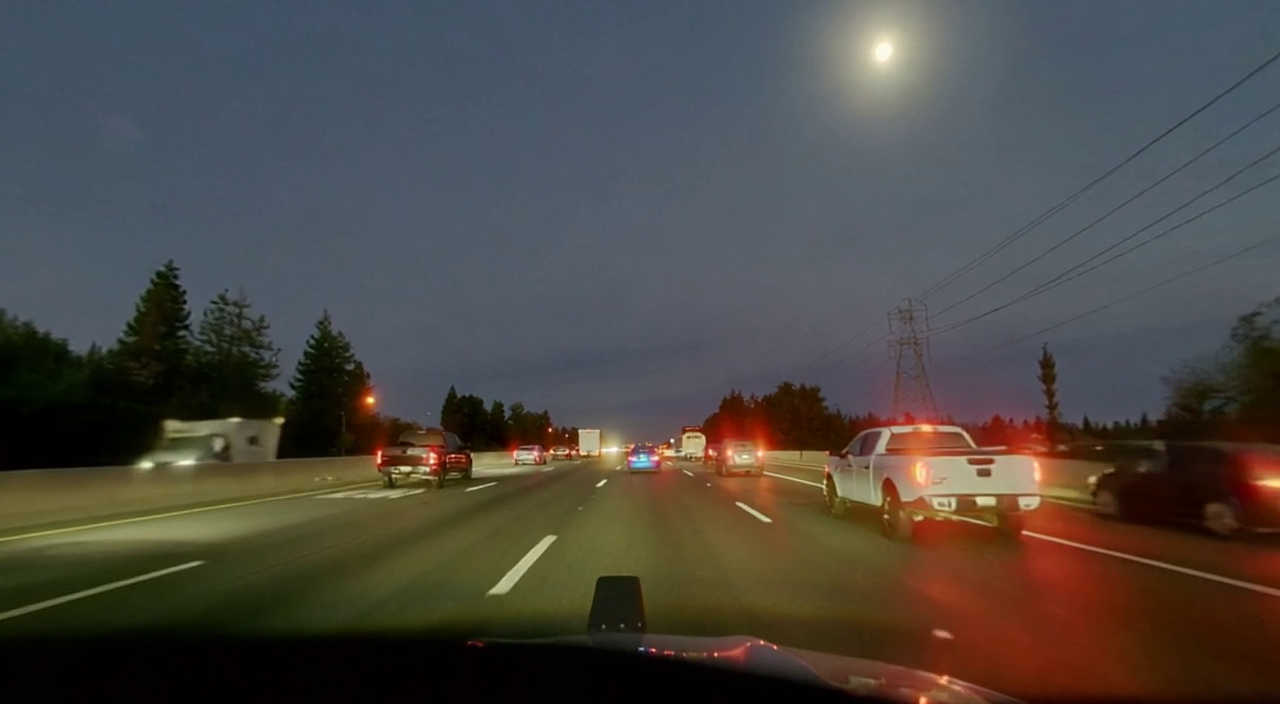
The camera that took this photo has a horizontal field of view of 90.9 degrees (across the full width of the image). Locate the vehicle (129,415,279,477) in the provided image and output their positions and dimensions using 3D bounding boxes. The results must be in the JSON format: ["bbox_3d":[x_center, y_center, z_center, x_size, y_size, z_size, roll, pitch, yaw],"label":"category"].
[{"bbox_3d":[-18.315,4.025,27.019,2.192,2.362,5.785,0,-9,1],"label":"vehicle"}]

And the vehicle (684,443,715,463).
[{"bbox_3d":[4.288,7.340,45.953,1.895,1.429,3.908,0,-9,0],"label":"vehicle"}]

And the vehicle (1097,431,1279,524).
[{"bbox_3d":[11.448,2.273,11.800,2.117,1.491,4.830,0,-9,0],"label":"vehicle"}]

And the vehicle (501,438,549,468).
[{"bbox_3d":[-6.825,6.026,37.894,1.978,1.680,4.263,0,-9,1],"label":"vehicle"}]

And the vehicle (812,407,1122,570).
[{"bbox_3d":[4.022,1.751,8.813,2.002,1.691,4.290,0,-9,0],"label":"vehicle"}]

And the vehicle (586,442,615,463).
[{"bbox_3d":[-2.991,7.653,48.205,1.904,1.479,4.274,0,-9,0],"label":"vehicle"}]

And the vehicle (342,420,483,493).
[{"bbox_3d":[-6.847,3.239,19.892,2.269,1.936,5.777,0,-9,0],"label":"vehicle"}]

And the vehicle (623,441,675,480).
[{"bbox_3d":[0.335,4.384,25.715,1.966,1.444,3.986,0,-9,0],"label":"vehicle"}]

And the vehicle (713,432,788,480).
[{"bbox_3d":[4.380,4.220,25.831,2.195,1.778,4.455,0,-9,-1],"label":"vehicle"}]
